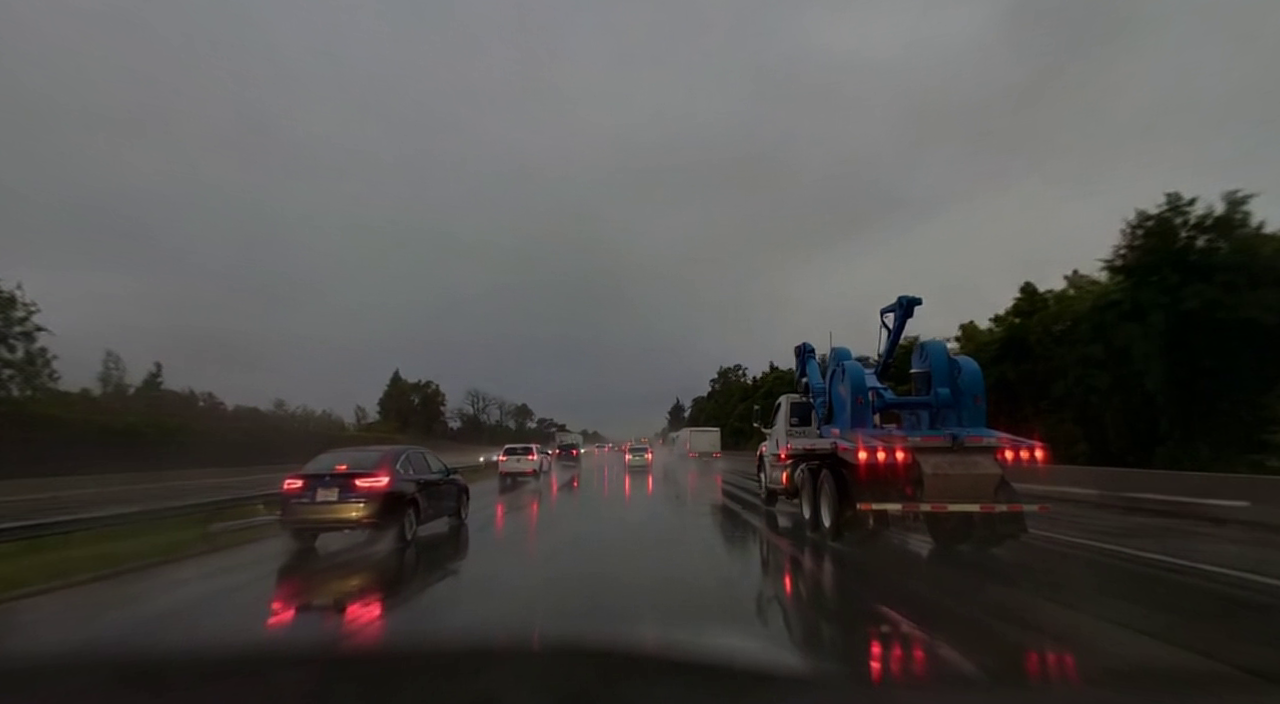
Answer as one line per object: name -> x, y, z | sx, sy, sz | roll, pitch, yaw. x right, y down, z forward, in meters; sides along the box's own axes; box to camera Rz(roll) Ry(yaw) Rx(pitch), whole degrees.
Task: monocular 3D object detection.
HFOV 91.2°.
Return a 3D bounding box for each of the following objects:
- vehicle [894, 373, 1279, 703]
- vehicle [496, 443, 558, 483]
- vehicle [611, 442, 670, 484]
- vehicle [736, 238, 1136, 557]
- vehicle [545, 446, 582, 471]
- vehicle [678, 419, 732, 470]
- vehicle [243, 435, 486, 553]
vehicle -> 4.083, 1.088, 3.883 | 2.599, 1.631, 5.693 | 0, -9, 0
vehicle -> -4.600, 4.589, 26.110 | 1.858, 1.527, 3.974 | 0, -9, 0
vehicle -> -0.039, 4.303, 24.583 | 2.150, 1.498, 3.988 | 0, -9, -2
vehicle -> 3.926, 1.098, 11.308 | 2.975, 3.618, 8.456 | 0, -9, 0
vehicle -> -4.819, 6.766, 39.979 | 1.924, 1.481, 4.264 | 0, -9, -1
vehicle -> 3.868, 5.732, 38.853 | 2.416, 2.829, 7.016 | 0, -9, -1
vehicle -> -4.181, 2.219, 10.577 | 1.880, 1.507, 4.757 | 0, -9, 1
